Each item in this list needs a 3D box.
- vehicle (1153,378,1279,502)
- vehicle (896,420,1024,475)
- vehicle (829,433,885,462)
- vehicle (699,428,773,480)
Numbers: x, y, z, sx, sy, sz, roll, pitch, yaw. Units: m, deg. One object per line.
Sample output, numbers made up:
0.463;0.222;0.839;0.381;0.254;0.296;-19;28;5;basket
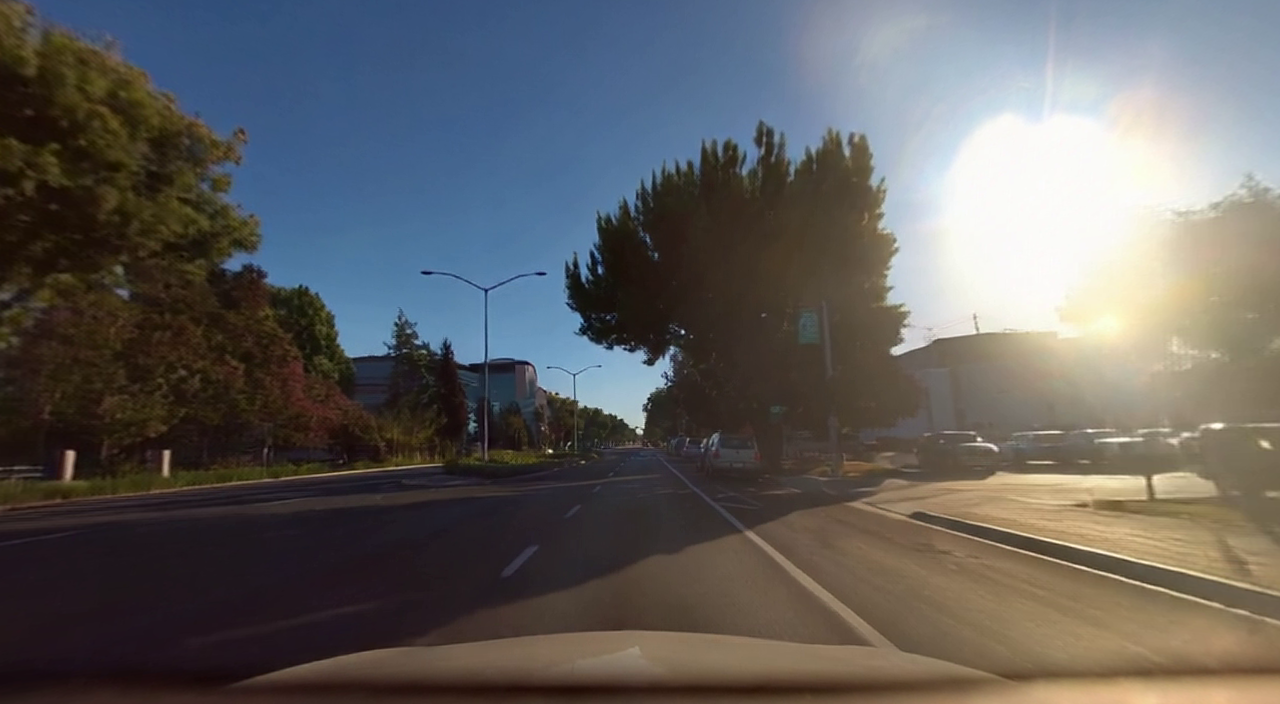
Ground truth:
11.180;1.298;9.340;2.197;1.923;5.799;0;-8;-1;vehicle
11.434;3.467;22.967;2.220;1.798;4.427;0;-8;-1;vehicle
14.439;6.368;42.271;2.227;1.720;4.959;1;-8;3;vehicle
3.668;3.965;24.851;2.144;1.848;4.159;0;-8;-1;vehicle
